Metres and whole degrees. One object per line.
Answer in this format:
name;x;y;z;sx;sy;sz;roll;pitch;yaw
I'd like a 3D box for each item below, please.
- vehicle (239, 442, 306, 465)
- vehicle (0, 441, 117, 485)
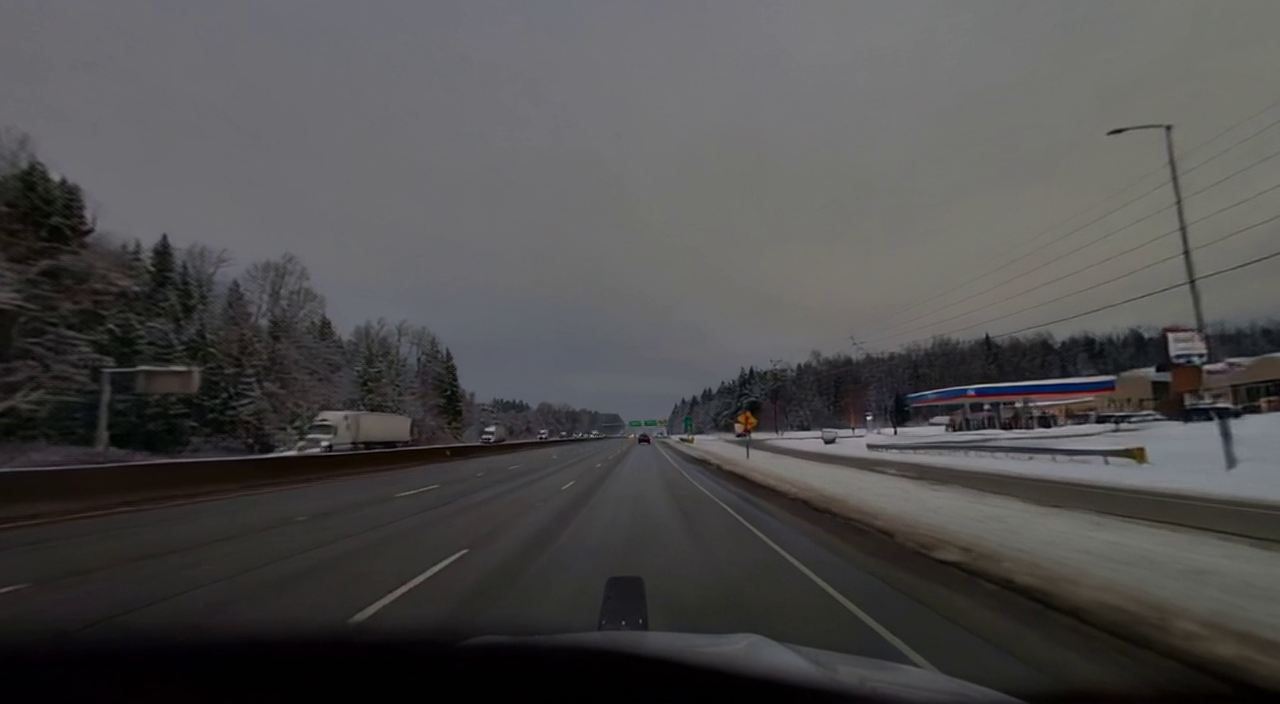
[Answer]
vehicle;-24.099;6.660;41.599;1.772;1.439;4.479;0;-8;-1
vehicle;-20.292;3.734;21.531;1.779;1.338;3.587;0;-8;0
